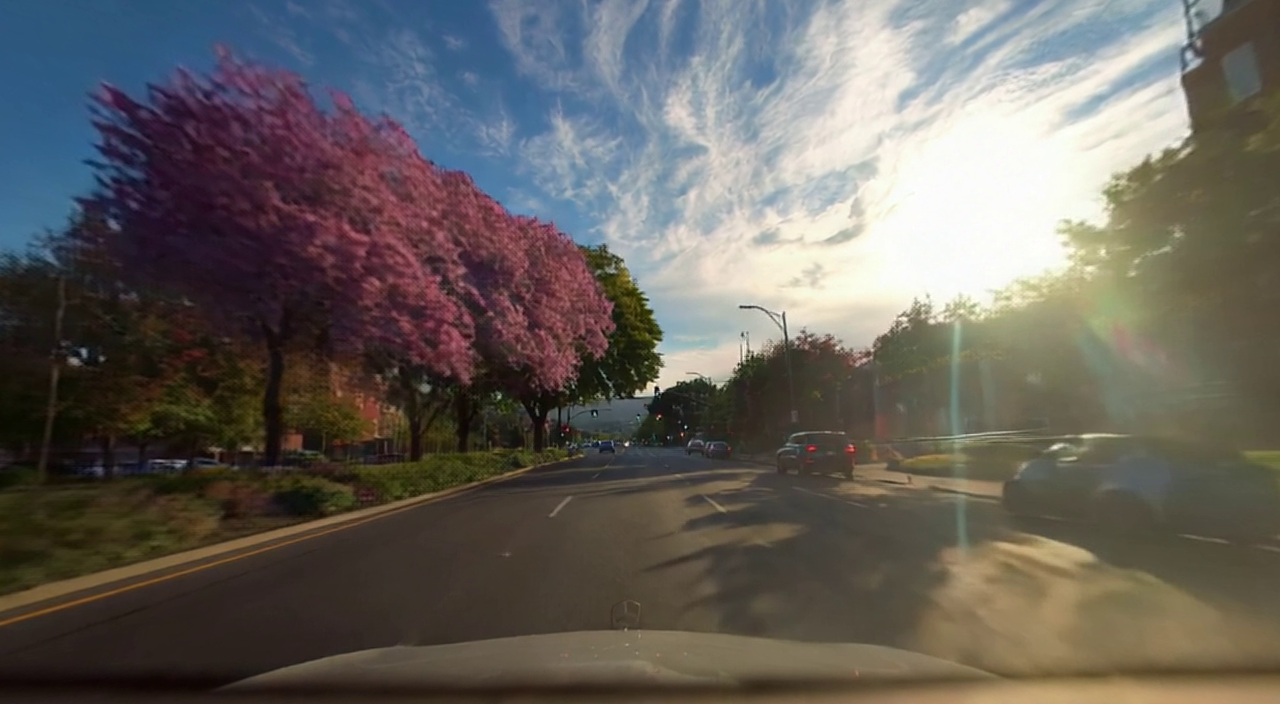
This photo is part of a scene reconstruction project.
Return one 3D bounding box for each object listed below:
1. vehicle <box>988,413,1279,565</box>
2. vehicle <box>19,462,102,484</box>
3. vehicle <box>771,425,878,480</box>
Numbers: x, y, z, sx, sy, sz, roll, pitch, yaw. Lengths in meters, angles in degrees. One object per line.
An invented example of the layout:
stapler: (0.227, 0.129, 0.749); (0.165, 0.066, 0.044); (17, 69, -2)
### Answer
vehicle: (7.247, 1.816, 9.122); (1.940, 1.647, 4.309); (0, -8, -1)
vehicle: (-44.276, 9.247, 48.390); (4.454, 1.524, 1.824); (6, -11, -37)
vehicle: (6.933, 3.868, 24.496); (2.450, 1.892, 5.107); (0, -8, -2)
